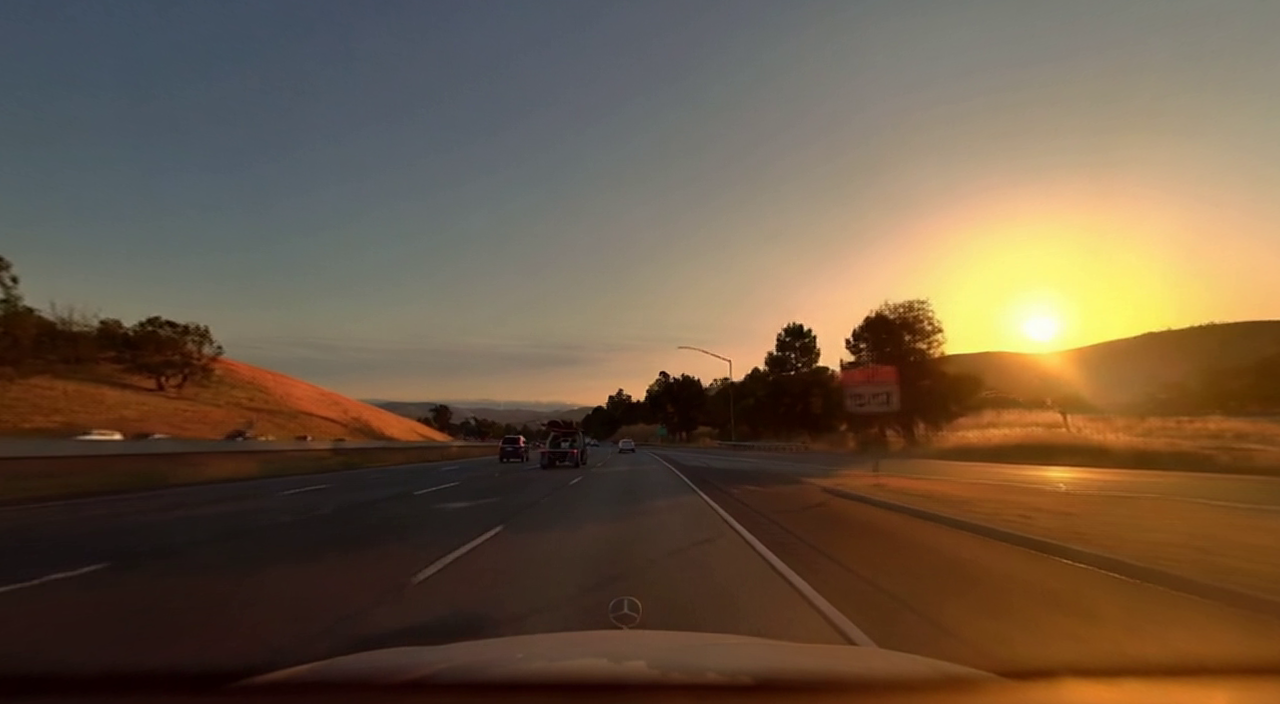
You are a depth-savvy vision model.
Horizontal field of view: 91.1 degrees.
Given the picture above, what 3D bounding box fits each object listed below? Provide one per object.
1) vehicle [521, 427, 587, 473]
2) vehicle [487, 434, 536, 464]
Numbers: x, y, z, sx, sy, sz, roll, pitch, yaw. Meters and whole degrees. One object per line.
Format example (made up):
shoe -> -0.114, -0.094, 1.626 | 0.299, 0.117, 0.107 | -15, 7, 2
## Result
vehicle -> -3.491, 4.087, 26.223 | 2.194, 1.766, 3.720 | 0, -8, 0
vehicle -> -7.926, 6.000, 39.059 | 2.078, 1.729, 4.722 | 0, -8, 0
